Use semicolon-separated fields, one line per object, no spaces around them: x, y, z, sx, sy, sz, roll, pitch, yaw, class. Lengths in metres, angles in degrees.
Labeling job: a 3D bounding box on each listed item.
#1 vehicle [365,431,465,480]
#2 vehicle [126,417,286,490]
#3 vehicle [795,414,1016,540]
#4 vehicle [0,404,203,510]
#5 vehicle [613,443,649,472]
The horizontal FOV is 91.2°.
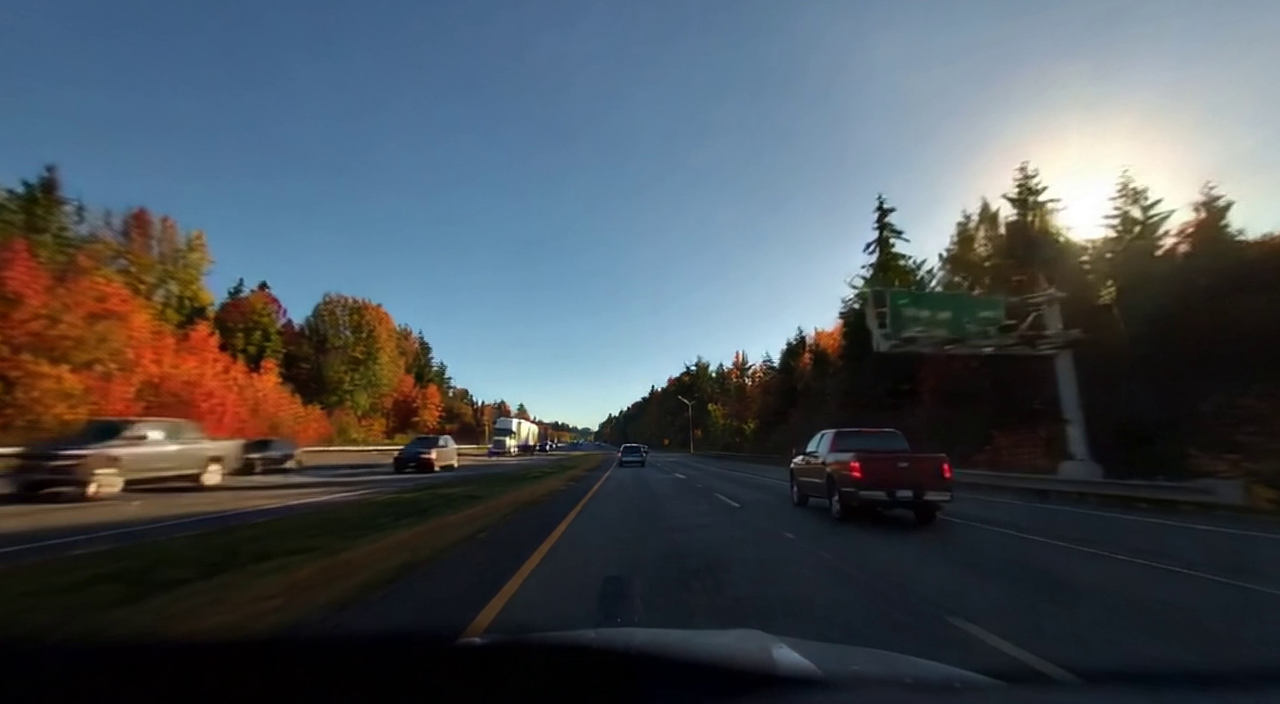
-8.332;3.871;23.670;2.047;1.628;4.536;-1;-9;1;vehicle
-12.374;2.914;18.202;2.022;1.882;3.487;-1;-9;1;vehicle
4.259;2.073;10.951;1.982;1.745;4.151;0;-9;0;vehicle
-12.310;2.248;13.620;2.160;1.890;4.748;-1;-9;0;vehicle
-0.591;6.681;39.928;2.151;1.693;4.201;0;-9;-1;vehicle
